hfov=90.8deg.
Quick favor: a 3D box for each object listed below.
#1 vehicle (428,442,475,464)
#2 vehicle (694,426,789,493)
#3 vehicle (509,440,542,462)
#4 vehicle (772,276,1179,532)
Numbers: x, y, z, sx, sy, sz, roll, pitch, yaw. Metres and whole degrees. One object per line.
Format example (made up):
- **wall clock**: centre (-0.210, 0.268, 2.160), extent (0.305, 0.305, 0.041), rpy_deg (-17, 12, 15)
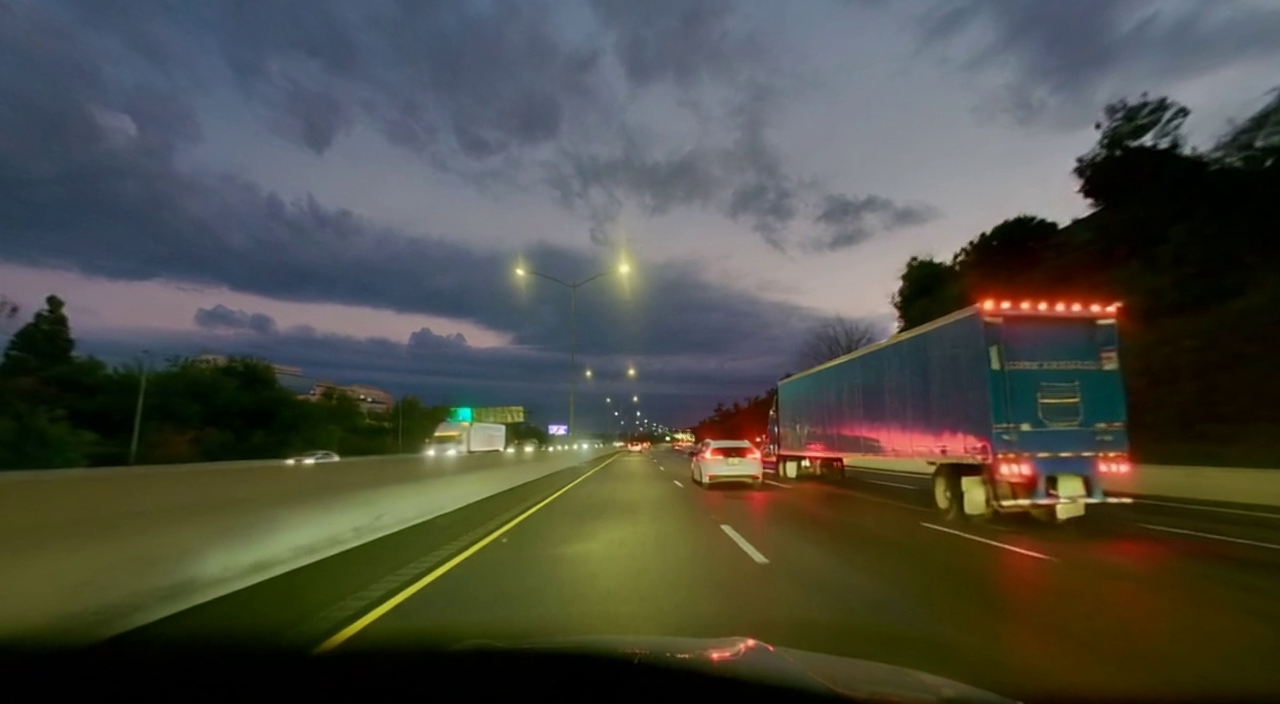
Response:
- **vehicle**: centre (-14.666, 7.900, 49.492), extent (1.937, 1.618, 5.347), rpy_deg (0, -9, 1)
- **vehicle**: centre (2.832, 3.133, 18.701), extent (1.973, 1.710, 4.476), rpy_deg (0, -8, -1)
- **vehicle**: centre (-7.786, 6.749, 43.255), extent (1.613, 1.392, 3.376), rpy_deg (0, -8, 1)
- **vehicle**: centre (6.775, 1.848, 17.299), extent (2.864, 4.060, 14.637), rpy_deg (0, -8, -1)
